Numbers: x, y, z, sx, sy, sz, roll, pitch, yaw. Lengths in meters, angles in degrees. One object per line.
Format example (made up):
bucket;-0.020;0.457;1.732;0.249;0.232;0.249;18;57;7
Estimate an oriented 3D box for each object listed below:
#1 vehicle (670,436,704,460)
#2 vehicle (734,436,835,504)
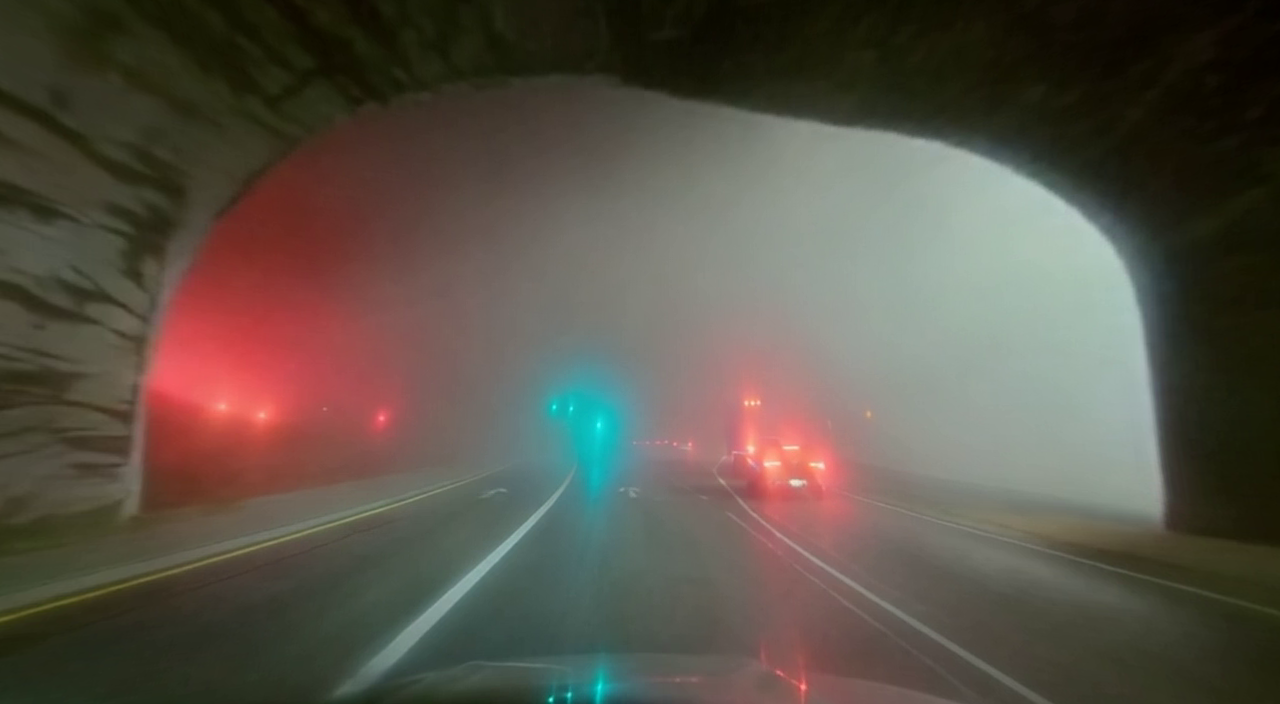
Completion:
vehicle;3.610;7.396;48.772;1.917;1.748;4.003;0;-8;-6
vehicle;3.492;2.900;15.948;1.947;1.475;3.962;-1;-8;6
